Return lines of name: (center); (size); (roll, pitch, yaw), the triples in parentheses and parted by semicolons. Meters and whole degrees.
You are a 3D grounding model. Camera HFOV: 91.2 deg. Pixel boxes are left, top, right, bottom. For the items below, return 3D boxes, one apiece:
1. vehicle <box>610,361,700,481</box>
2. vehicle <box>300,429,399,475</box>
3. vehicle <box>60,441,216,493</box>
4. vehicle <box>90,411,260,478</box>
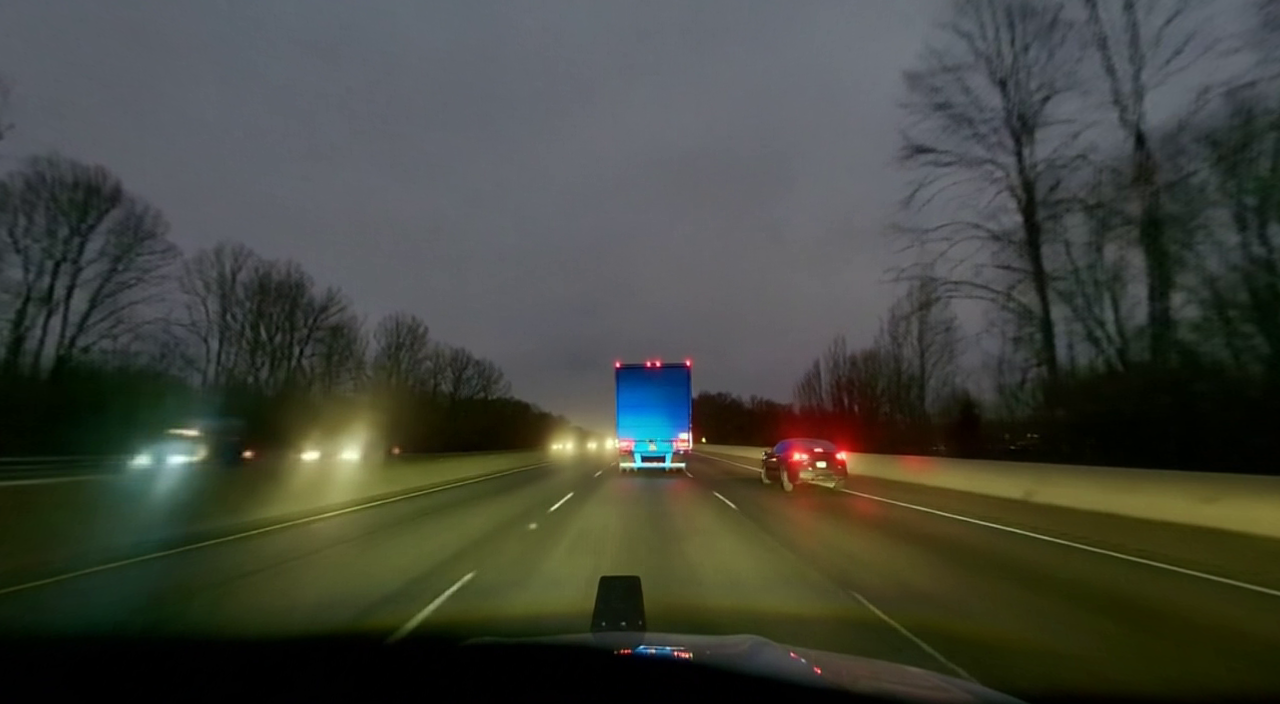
vehicle: (0.532, 3.073, 26.458); (3.010, 4.039, 10.481); (0, -8, 0)
vehicle: (-13.194, 4.566, 28.939); (2.100, 1.906, 4.988); (0, -8, 1)
vehicle: (-17.083, 3.889, 21.699); (1.847, 1.585, 4.252); (0, -8, 0)
vehicle: (-21.170, 4.297, 29.233); (2.361, 2.709, 7.148); (0, -8, 1)
